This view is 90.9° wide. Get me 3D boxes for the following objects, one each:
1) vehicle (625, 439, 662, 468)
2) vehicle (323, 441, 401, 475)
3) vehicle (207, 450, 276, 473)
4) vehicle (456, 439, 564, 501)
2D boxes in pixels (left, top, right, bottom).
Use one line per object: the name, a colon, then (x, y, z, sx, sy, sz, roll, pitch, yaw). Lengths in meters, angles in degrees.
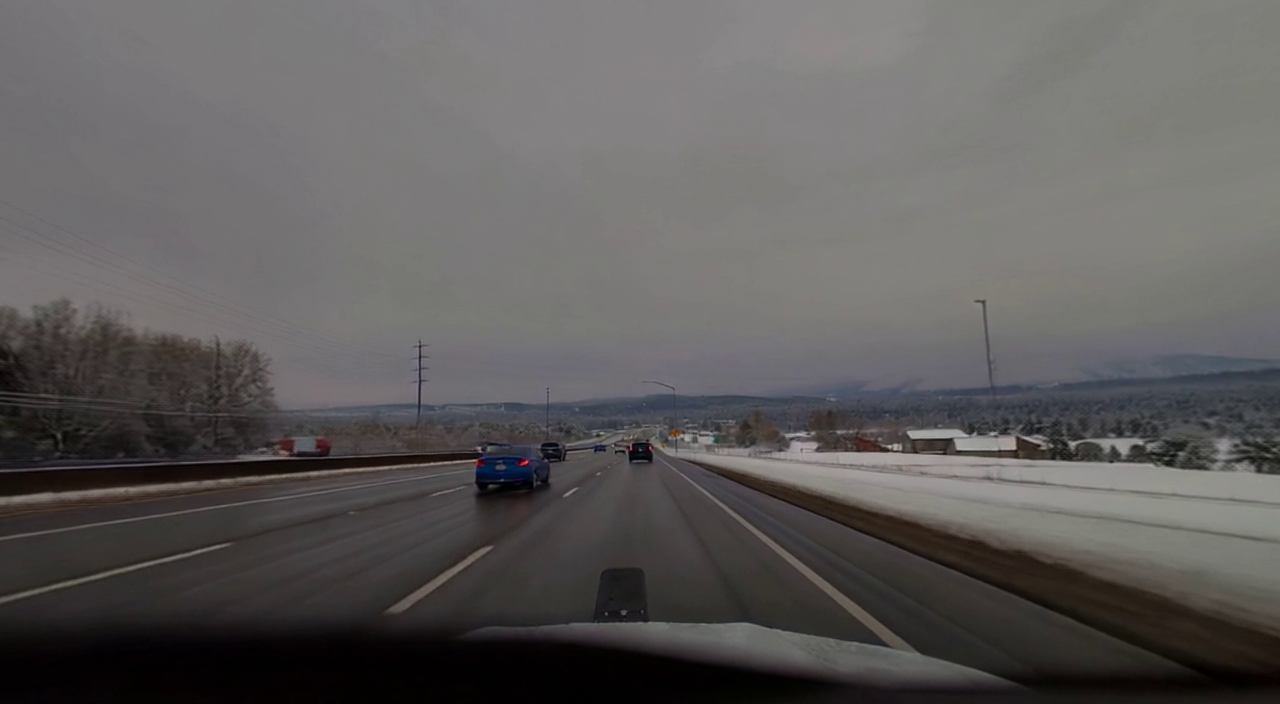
vehicle: (0.200, 6.480, 40.394, 2.194, 1.737, 4.127, 0, -8, 0)
vehicle: (-14.394, 5.481, 32.929, 2.047, 1.608, 4.257, 0, -8, 1)
vehicle: (-27.705, 7.608, 44.018, 1.943, 1.434, 4.407, 0, -8, 1)
vehicle: (-3.525, 3.280, 18.083, 1.967, 1.517, 4.808, 0, -8, 1)
